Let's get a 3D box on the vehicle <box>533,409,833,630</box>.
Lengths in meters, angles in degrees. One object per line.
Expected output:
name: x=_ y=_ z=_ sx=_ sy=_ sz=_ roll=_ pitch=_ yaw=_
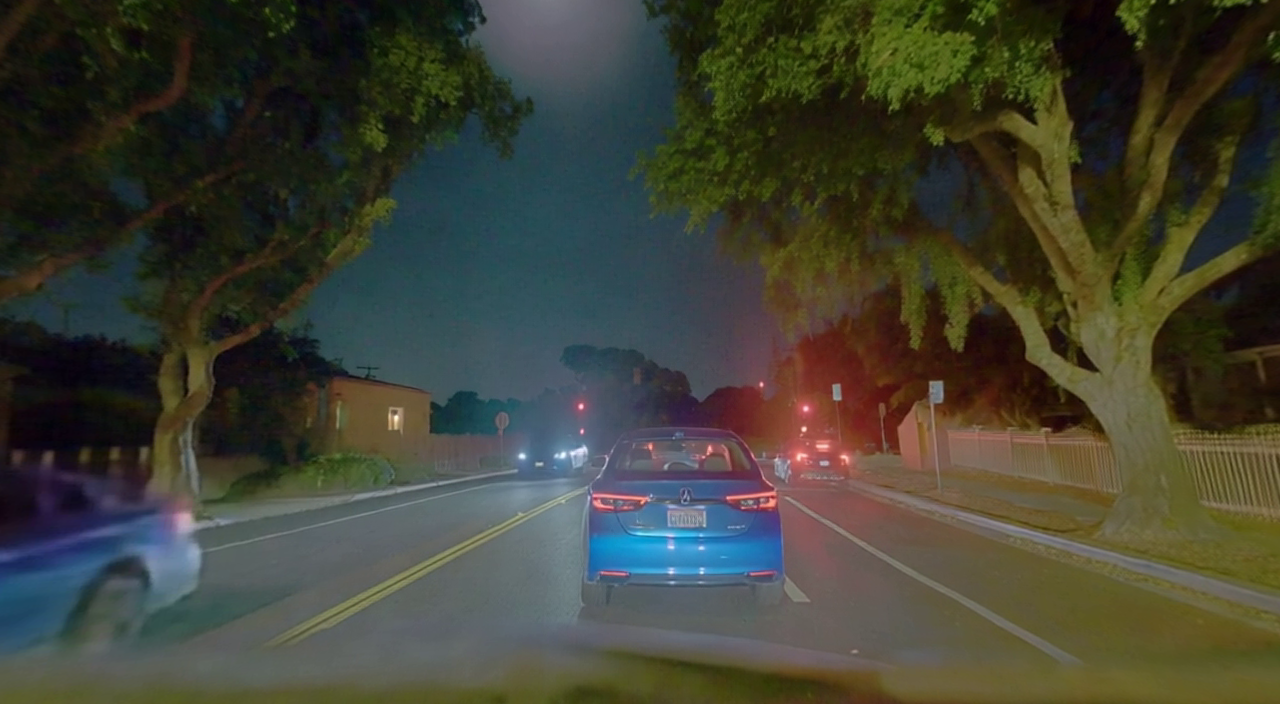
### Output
vehicle: x=0.334 y=1.445 z=6.403 sx=2.070 sy=1.516 sz=3.936 roll=0 pitch=-8 yaw=1

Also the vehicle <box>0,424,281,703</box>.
vehicle: x=-4.157 y=1.097 z=3.077 sx=2.060 sy=1.479 sz=4.462 roll=0 pitch=-8 yaw=2
